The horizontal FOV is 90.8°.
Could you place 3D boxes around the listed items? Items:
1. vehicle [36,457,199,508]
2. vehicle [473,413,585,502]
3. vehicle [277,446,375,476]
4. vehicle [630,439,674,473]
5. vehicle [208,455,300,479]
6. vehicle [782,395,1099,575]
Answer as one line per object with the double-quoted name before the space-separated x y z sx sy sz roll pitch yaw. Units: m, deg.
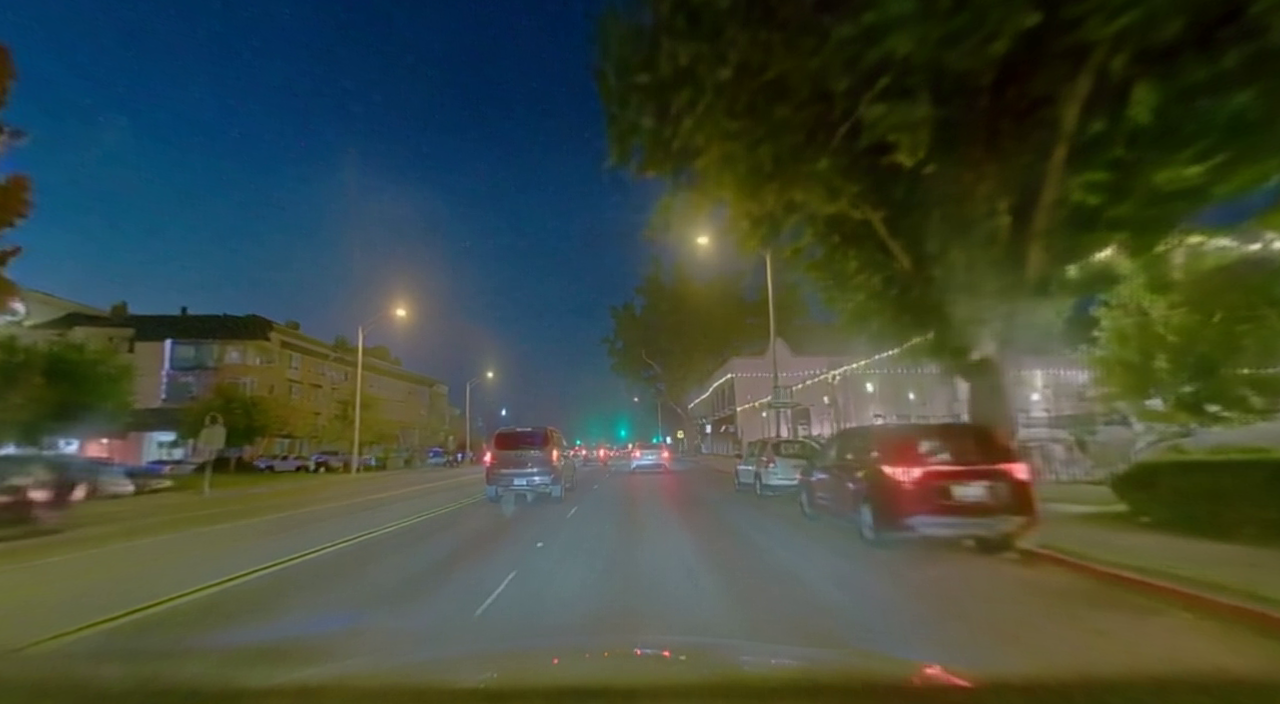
"vehicle" -19.692 4.888 24.193 1.911 1.638 5.028 0 -9 0
"vehicle" -2.894 2.923 17.847 2.213 2.123 5.124 0 -9 0
"vehicle" -24.020 8.333 48.522 6.055 2.148 2.690 0 -9 -1
"vehicle" 0.561 5.372 32.804 2.126 1.657 4.132 0 -9 0
"vehicle" -26.433 7.900 43.368 4.926 1.571 1.941 0 -9 -1
"vehicle" 3.688 1.743 9.061 2.090 1.861 4.805 0 -9 -1
